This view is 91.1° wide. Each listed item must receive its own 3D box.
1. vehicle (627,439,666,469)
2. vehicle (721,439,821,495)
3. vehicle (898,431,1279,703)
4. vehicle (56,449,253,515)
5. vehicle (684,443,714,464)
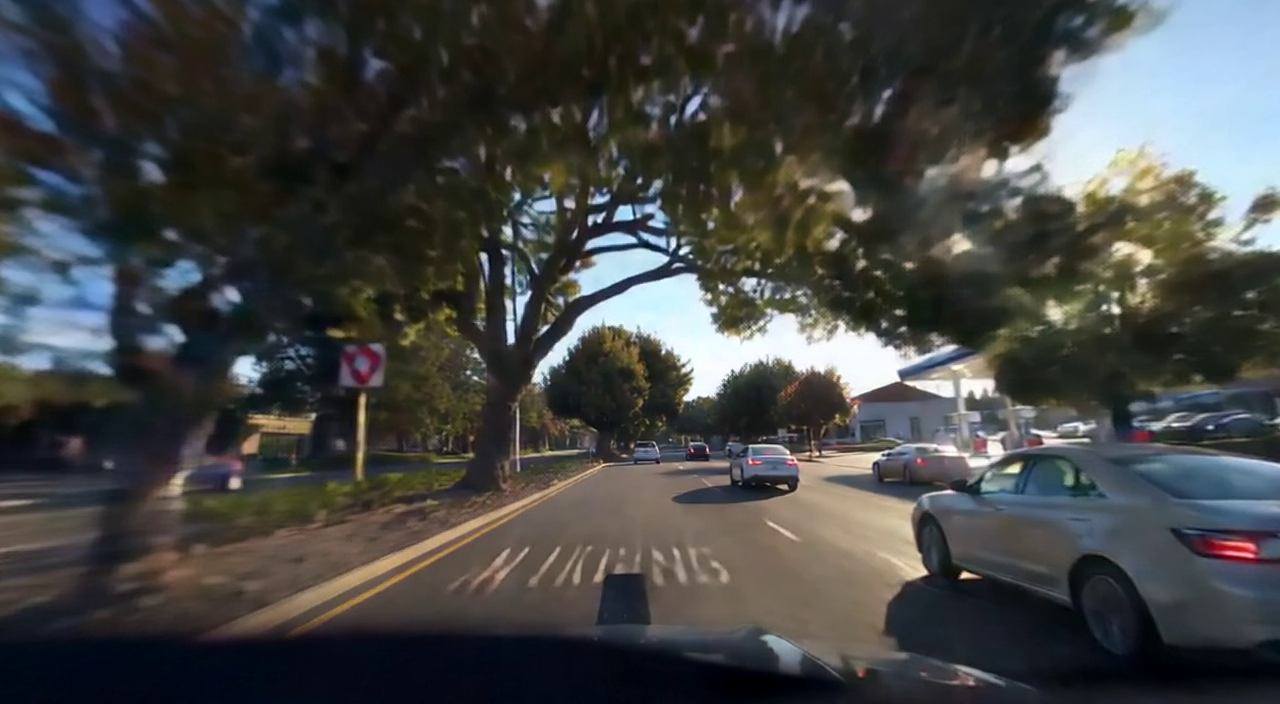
[{"bbox_3d":[0.396,6.093,37.576,2.172,1.694,4.055,0,-9,0],"label":"vehicle"},{"bbox_3d":[3.924,3.528,19.731,2.119,1.509,4.756,0,-9,0],"label":"vehicle"},{"bbox_3d":[3.961,1.386,4.955,1.944,1.404,4.597,0,-9,1],"label":"vehicle"},{"bbox_3d":[-13.304,3.529,17.659,1.937,1.501,4.520,-2,-9,0],"label":"vehicle"},{"bbox_3d":[4.615,8.014,49.771,1.980,1.515,4.362,0,-9,0],"label":"vehicle"}]
